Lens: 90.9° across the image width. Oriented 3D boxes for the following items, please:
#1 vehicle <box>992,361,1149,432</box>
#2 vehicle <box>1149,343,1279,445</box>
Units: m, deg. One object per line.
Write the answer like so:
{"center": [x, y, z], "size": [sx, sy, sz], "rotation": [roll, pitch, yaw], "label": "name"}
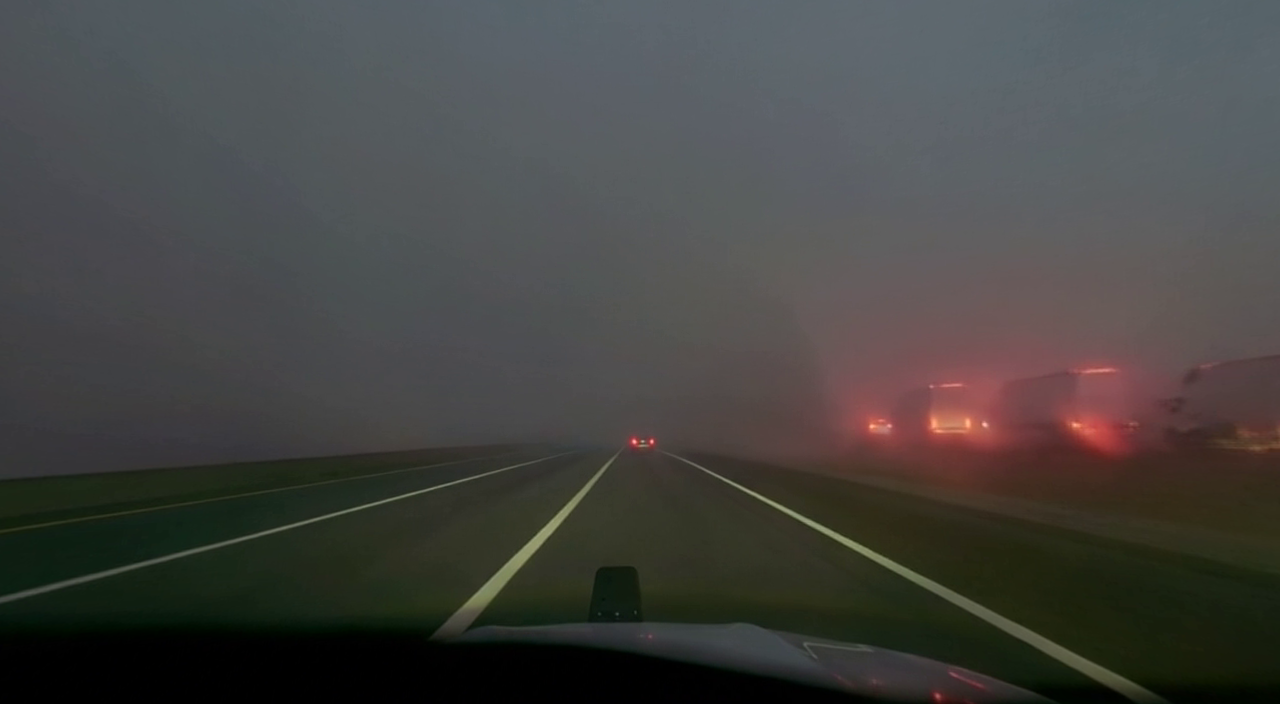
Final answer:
{"center": [31.259, 3.704, 47.101], "size": [2.932, 4.074, 14.330], "rotation": [-5, -9, 6], "label": "vehicle"}
{"center": [28.290, 2.163, 29.006], "size": [3.106, 4.073, 10.350], "rotation": [-1, -8, 13], "label": "vehicle"}
